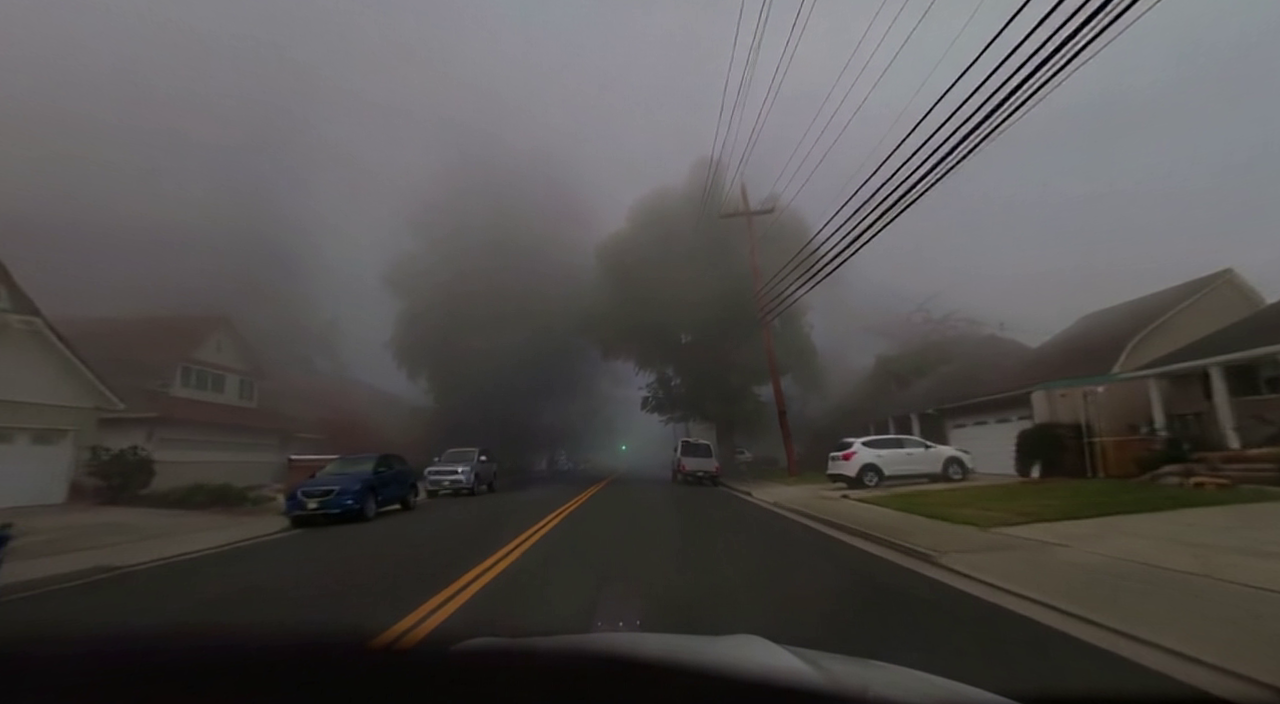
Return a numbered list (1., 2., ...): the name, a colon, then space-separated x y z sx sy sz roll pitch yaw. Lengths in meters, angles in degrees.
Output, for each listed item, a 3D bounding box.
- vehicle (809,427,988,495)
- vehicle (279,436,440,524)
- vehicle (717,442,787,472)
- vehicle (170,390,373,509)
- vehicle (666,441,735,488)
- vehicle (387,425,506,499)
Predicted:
1. vehicle: 7.846 3.410 19.512 4.489 1.812 2.056 -1 -14 -5
2. vehicle: -6.754 3.235 15.880 2.046 1.777 4.473 -2 -12 -1
3. vehicle: 7.824 7.414 44.473 4.421 1.836 1.956 -2 -13 -1
4. vehicle: -11.769 3.266 21.351 2.781 3.221 7.995 1 -9 -7
5. vehicle: 2.645 5.090 28.976 2.203 1.952 5.111 1 -9 -5
6. vehicle: -6.712 4.079 22.844 2.269 2.229 6.042 -2 -12 1
